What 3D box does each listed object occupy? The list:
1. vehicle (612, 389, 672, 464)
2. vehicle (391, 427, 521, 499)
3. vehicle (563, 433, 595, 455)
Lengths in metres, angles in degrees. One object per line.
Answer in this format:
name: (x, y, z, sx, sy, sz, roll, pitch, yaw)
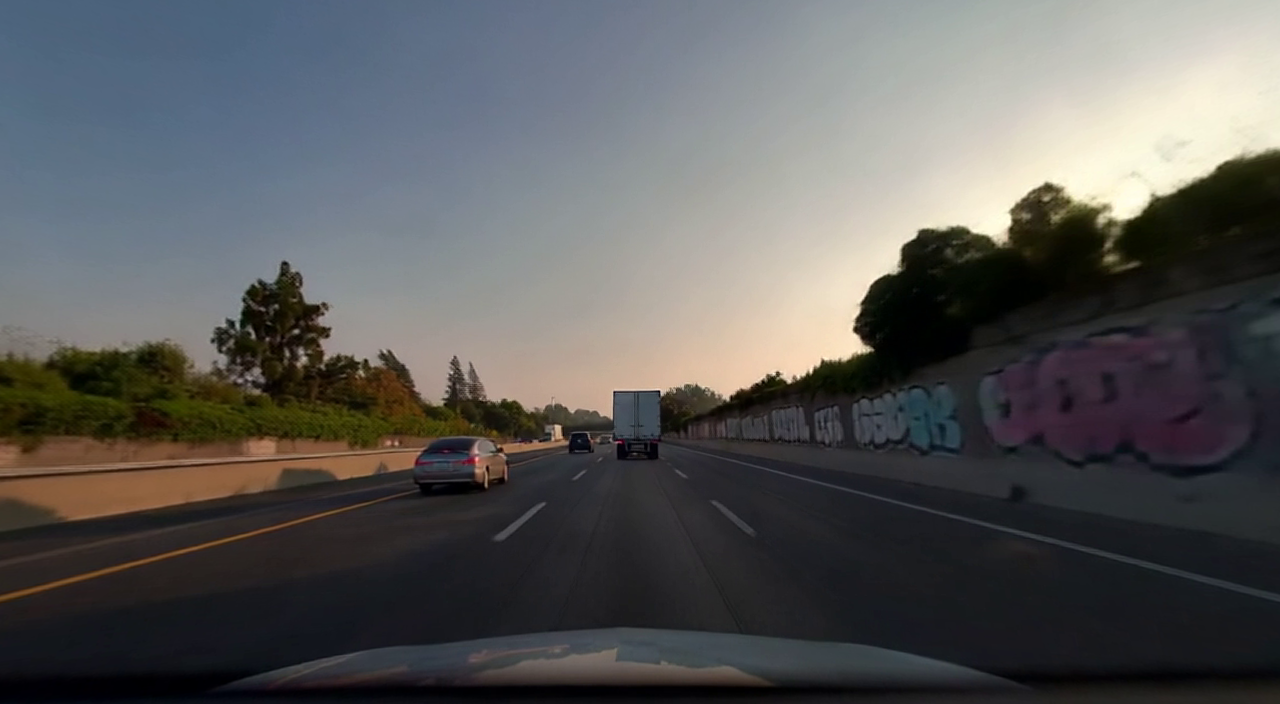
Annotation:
vehicle: (-0.025, 4.292, 35.745, 2.927, 3.649, 9.443, 0, -8, -2)
vehicle: (-4.374, 2.688, 15.815, 1.948, 1.526, 4.525, 0, -8, 0)
vehicle: (-4.694, 7.137, 49.083, 2.058, 1.645, 4.130, 0, -8, 0)
